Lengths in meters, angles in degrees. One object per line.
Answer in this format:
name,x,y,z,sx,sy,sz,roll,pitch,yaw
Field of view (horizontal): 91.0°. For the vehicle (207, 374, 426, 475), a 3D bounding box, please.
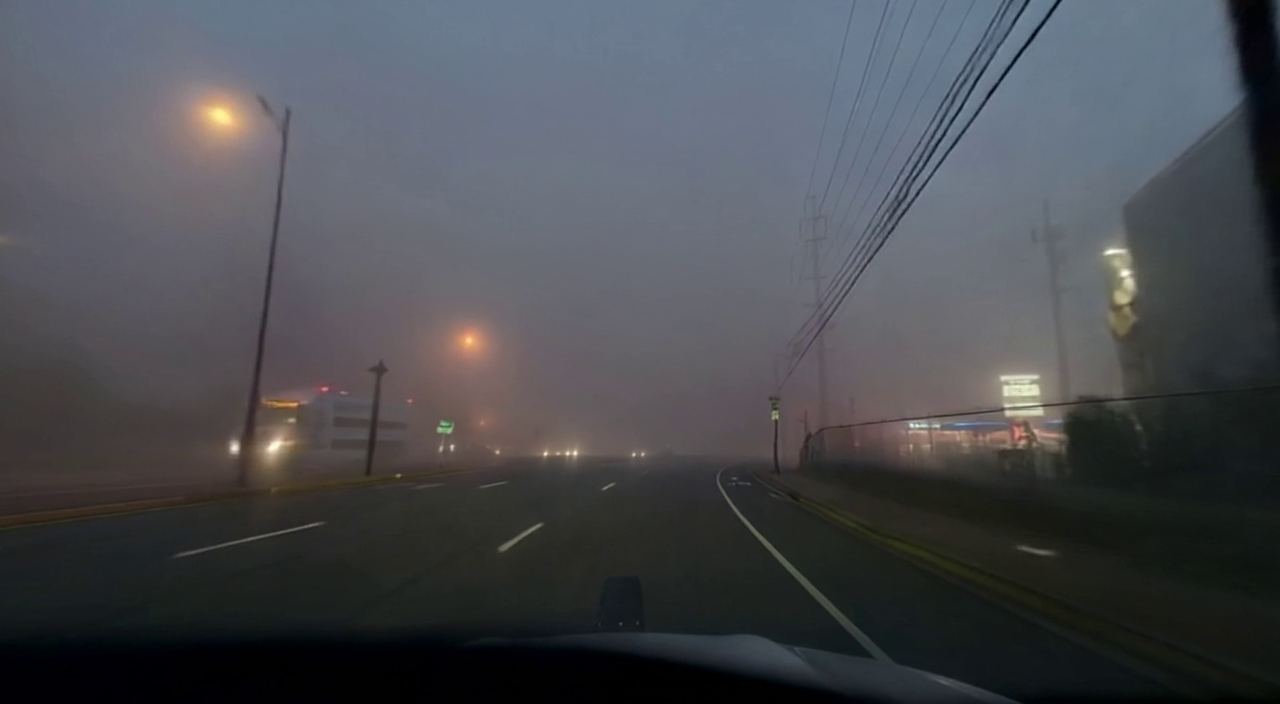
vehicle,-14.657,3.685,30.315,2.994,3.930,11.114,-1,-9,10
